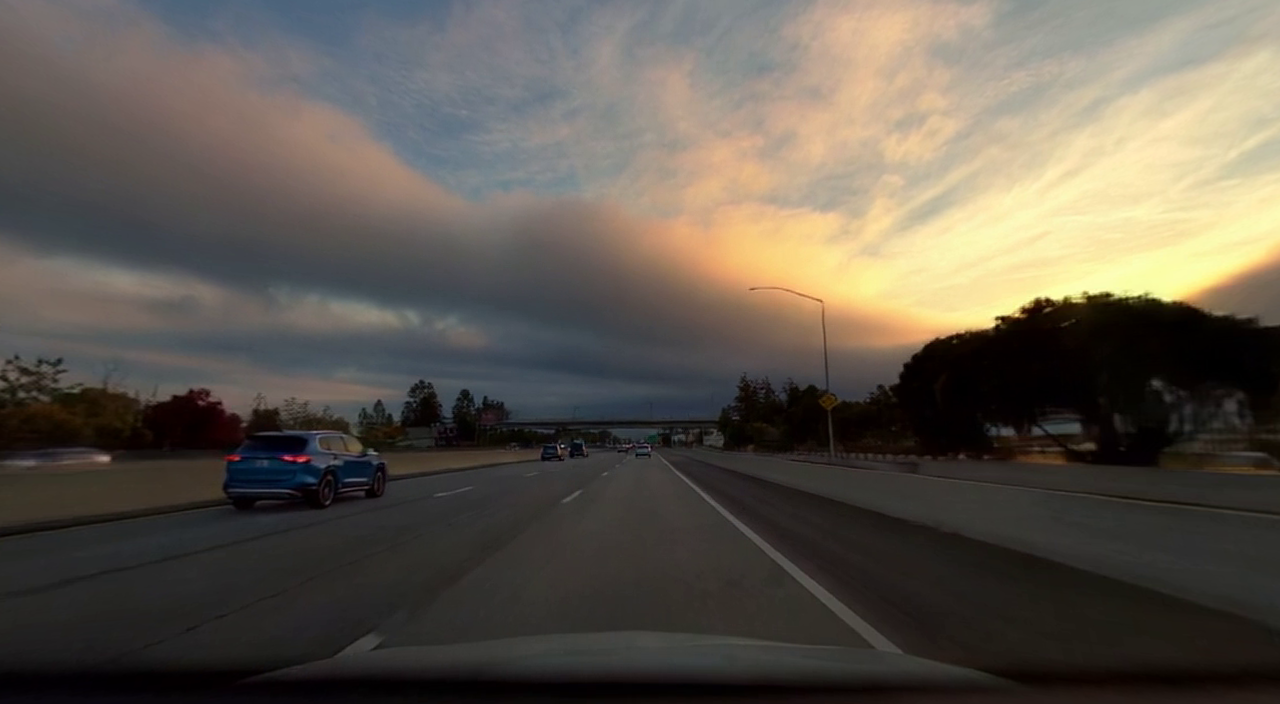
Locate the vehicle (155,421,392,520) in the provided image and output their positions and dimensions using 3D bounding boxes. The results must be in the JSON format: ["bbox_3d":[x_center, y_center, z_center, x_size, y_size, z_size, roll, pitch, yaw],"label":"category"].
[{"bbox_3d":[-7.321,2.421,13.370,2.055,1.683,4.804,0,-9,1],"label":"vehicle"}]

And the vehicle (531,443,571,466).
[{"bbox_3d":[-6.393,7.434,45.828,2.008,1.520,4.731,0,-9,2],"label":"vehicle"}]
